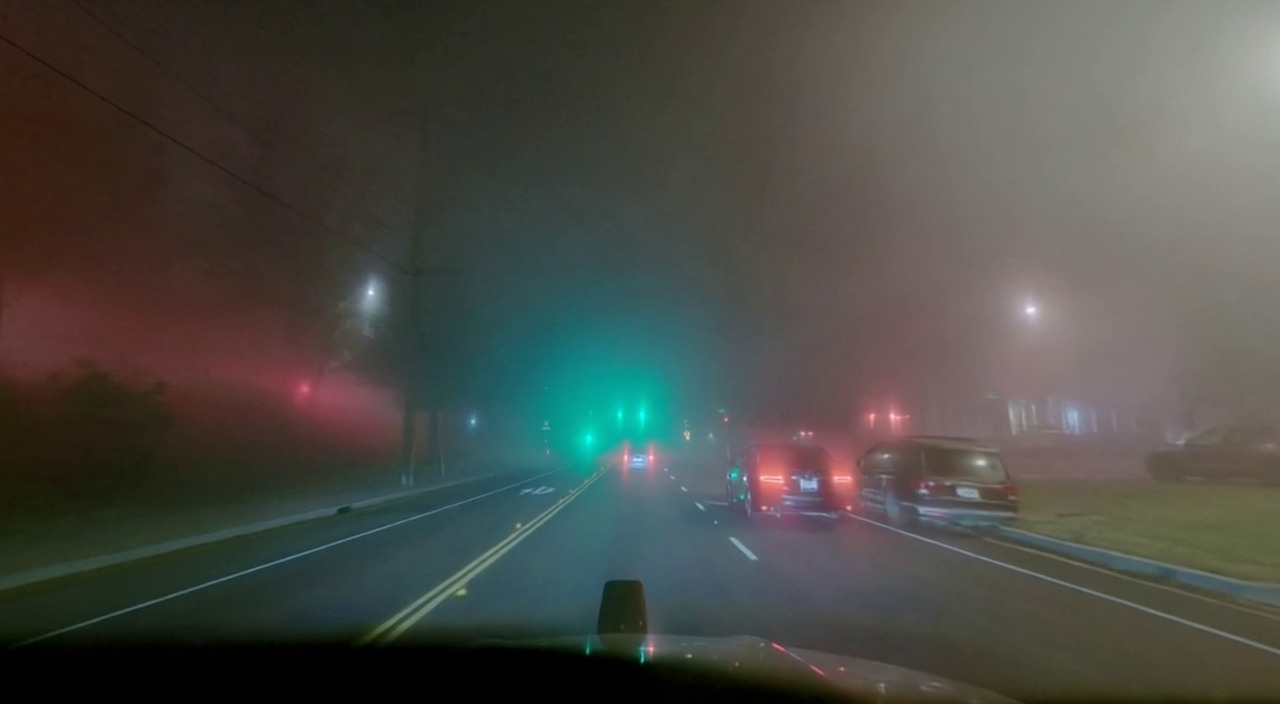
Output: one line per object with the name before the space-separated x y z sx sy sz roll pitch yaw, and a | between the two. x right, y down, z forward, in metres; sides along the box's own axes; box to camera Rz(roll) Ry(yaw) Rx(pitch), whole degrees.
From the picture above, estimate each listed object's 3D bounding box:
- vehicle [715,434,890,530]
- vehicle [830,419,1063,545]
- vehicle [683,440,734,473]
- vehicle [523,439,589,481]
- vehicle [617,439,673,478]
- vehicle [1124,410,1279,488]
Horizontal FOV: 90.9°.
vehicle | 2.812 2.367 12.145 2.158 1.483 4.415 0 -8 -1
vehicle | 5.714 2.414 12.608 2.277 1.850 4.717 4 -8 -1
vehicle | 3.242 5.044 30.662 1.943 1.484 4.030 0 -8 -1
vehicle | -3.196 4.218 24.886 2.012 1.505 4.205 0 -8 1
vehicle | 0.163 4.300 25.751 2.101 1.467 4.210 0 -8 0
vehicle | 16.470 2.623 16.927 2.478 1.836 5.409 0 -10 -2
